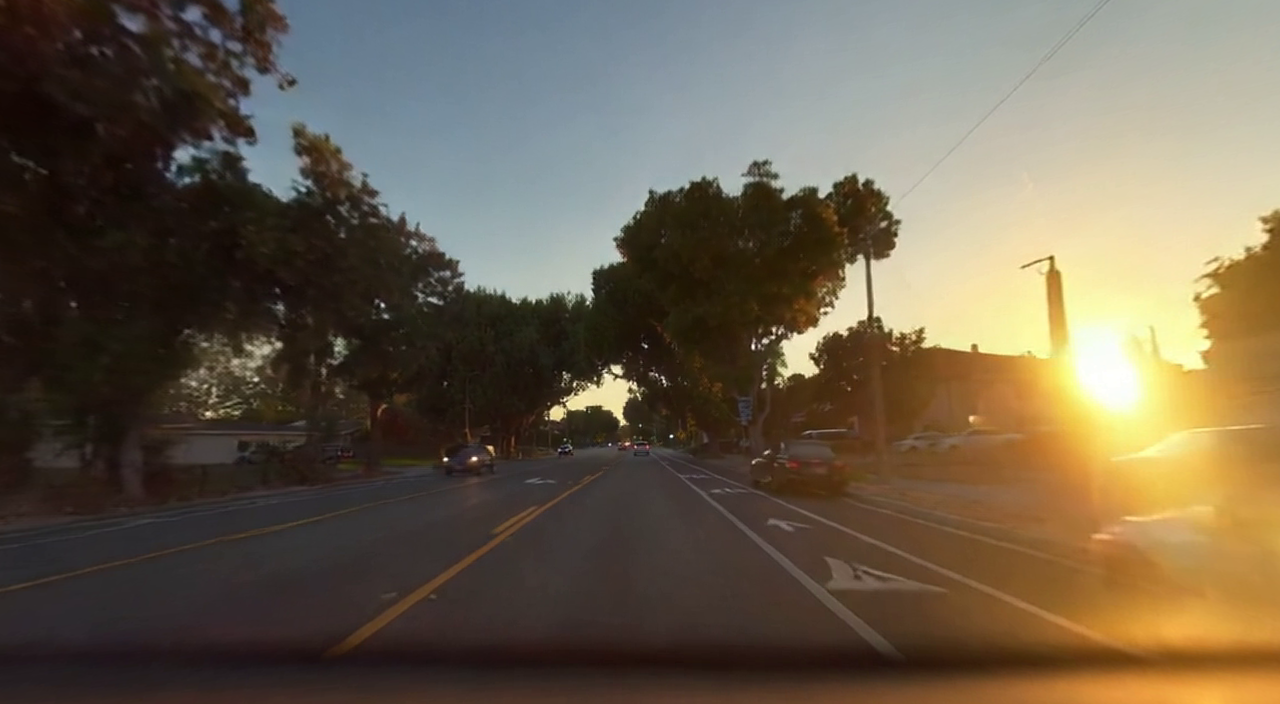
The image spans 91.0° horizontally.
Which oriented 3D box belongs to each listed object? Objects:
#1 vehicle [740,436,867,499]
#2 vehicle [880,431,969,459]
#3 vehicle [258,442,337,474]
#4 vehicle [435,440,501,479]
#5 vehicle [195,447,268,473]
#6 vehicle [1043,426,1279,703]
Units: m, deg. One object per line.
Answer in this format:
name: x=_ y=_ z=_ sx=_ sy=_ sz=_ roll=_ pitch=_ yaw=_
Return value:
vehicle: x=4.496 y=3.274 z=18.458 sx=2.154 sy=1.550 sz=5.785 roll=0 pitch=-8 yaw=0
vehicle: x=16.660 y=5.451 z=36.949 sx=4.315 sy=1.410 sz=1.838 roll=-2 pitch=-7 yaw=-3
vehicle: x=-22.198 y=6.845 z=40.850 sx=4.052 sy=1.641 sz=1.939 roll=-5 pitch=-7 yaw=-2
vehicle: x=-7.783 y=4.875 z=28.860 sx=1.867 sy=1.603 sz=3.983 roll=0 pitch=-8 yaw=1
vehicle: x=-26.516 y=7.012 z=40.957 sx=3.527 sy=1.415 sz=1.748 roll=-2 pitch=-7 yaw=-5
vehicle: x=4.280 y=1.037 z=2.635 sx=1.968 sy=1.482 sz=4.991 roll=0 pitch=-8 yaw=1
